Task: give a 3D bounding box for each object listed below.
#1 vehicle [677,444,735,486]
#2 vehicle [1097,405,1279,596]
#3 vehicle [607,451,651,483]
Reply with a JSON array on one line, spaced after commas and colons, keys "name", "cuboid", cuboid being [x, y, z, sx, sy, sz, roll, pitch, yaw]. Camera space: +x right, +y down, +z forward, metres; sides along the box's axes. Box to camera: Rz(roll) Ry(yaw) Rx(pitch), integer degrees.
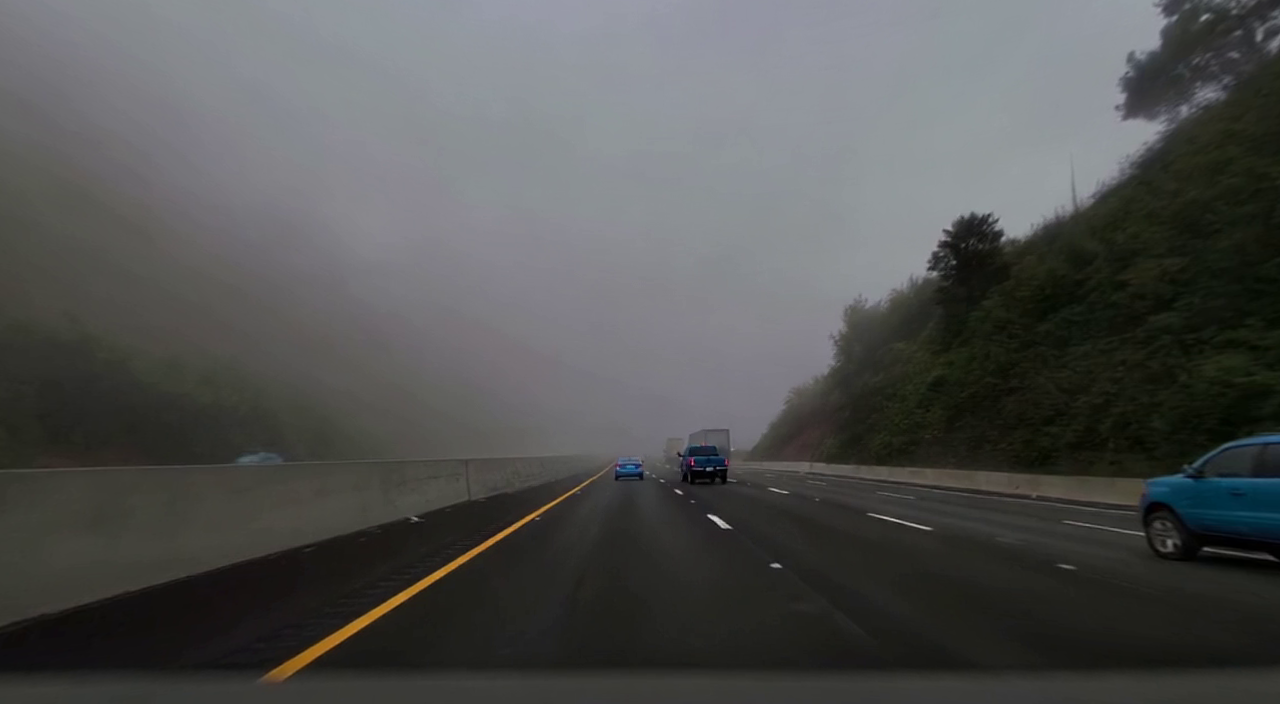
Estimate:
[{"name": "vehicle", "cuboid": [3.054, 5.322, 30.107, 2.098, 1.794, 4.561, 0, -9, -2]}, {"name": "vehicle", "cuboid": [7.103, 1.364, 5.749, 2.091, 1.787, 4.927, 0, -9, -1]}, {"name": "vehicle", "cuboid": [-0.564, 5.758, 31.988, 2.083, 1.477, 3.965, 0, -9, -1]}]
